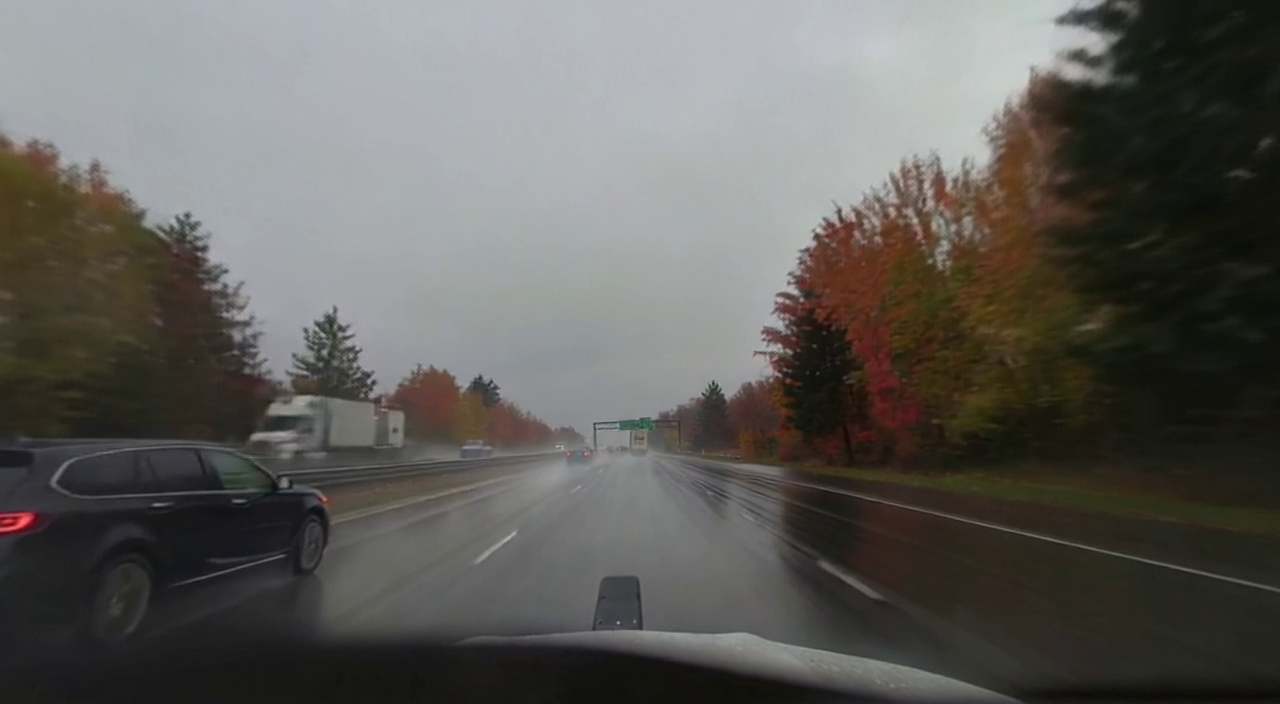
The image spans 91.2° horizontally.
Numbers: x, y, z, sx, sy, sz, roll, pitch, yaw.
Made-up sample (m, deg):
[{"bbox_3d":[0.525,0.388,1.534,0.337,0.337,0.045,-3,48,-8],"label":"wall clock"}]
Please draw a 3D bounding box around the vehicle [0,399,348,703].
[{"bbox_3d":[-4.275,1.273,4.854,2.071,1.525,4.058,0,-9,0],"label":"vehicle"}]

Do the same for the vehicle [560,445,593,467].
[{"bbox_3d":[-4.426,7.348,44.401,1.963,1.475,3.665,0,-9,0],"label":"vehicle"}]

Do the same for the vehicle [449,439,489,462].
[{"bbox_3d":[-13.266,7.691,48.911,1.946,1.640,4.360,0,-9,0],"label":"vehicle"}]
